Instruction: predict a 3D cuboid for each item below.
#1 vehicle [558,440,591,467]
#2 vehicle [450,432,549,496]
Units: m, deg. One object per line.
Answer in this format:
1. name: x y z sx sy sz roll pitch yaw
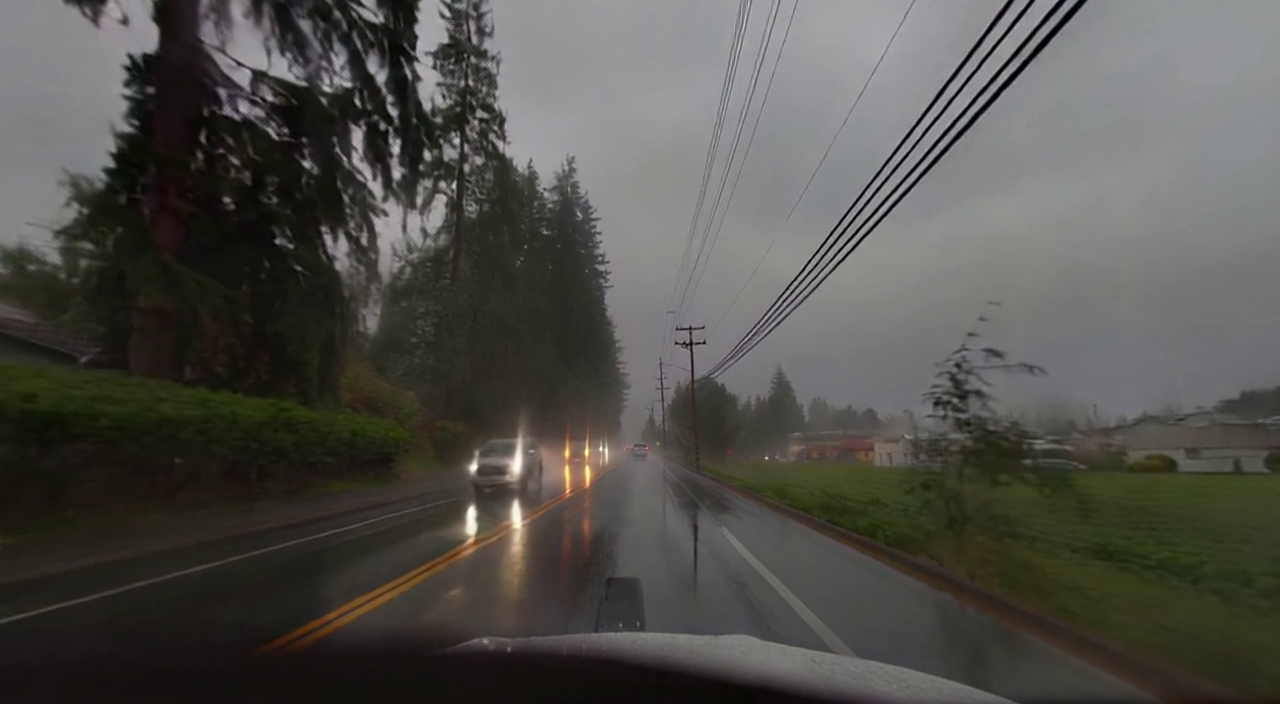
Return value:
1. vehicle: -4.619 7.237 45.162 1.968 1.813 4.409 0 -8 -1
2. vehicle: -4.480 3.648 21.030 2.225 1.872 4.588 0 -8 0
